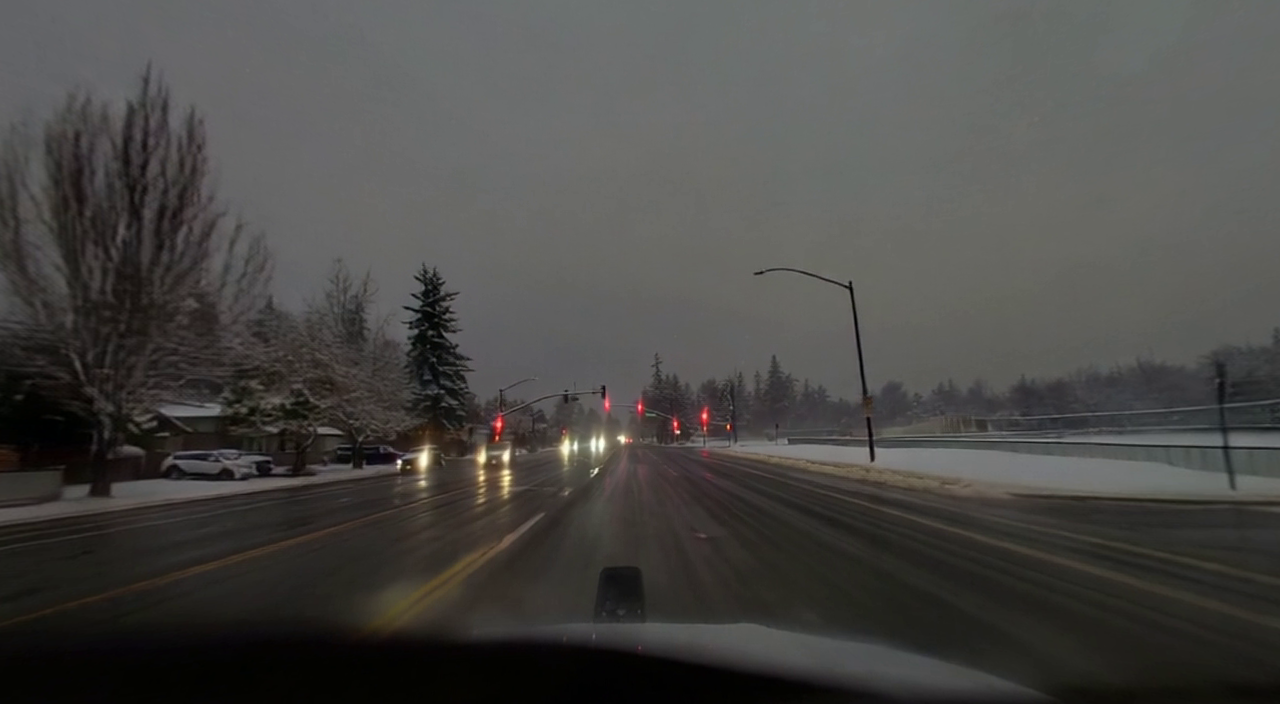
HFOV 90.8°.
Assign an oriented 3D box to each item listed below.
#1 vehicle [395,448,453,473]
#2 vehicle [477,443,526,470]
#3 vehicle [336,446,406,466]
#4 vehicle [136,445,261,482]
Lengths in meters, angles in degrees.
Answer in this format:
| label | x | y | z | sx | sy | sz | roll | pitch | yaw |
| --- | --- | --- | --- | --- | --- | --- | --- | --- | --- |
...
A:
| label | x | y | z | sx | sy | sz | roll | pitch | yaw |
| --- | --- | --- | --- | --- | --- | --- | --- | --- | --- |
| vehicle | -13.649 | 6.865 | 40.182 | 1.992 | 1.453 | 4.439 | 0 | -8 | 2 |
| vehicle | -8.069 | 6.101 | 37.212 | 1.931 | 1.483 | 4.246 | 0 | -8 | 0 |
| vehicle | -20.374 | 7.881 | 47.975 | 4.464 | 1.453 | 1.931 | 0 | -9 | -1 |
| vehicle | -20.670 | 5.225 | 29.718 | 4.354 | 1.676 | 1.905 | 0 | -9 | -2 |
